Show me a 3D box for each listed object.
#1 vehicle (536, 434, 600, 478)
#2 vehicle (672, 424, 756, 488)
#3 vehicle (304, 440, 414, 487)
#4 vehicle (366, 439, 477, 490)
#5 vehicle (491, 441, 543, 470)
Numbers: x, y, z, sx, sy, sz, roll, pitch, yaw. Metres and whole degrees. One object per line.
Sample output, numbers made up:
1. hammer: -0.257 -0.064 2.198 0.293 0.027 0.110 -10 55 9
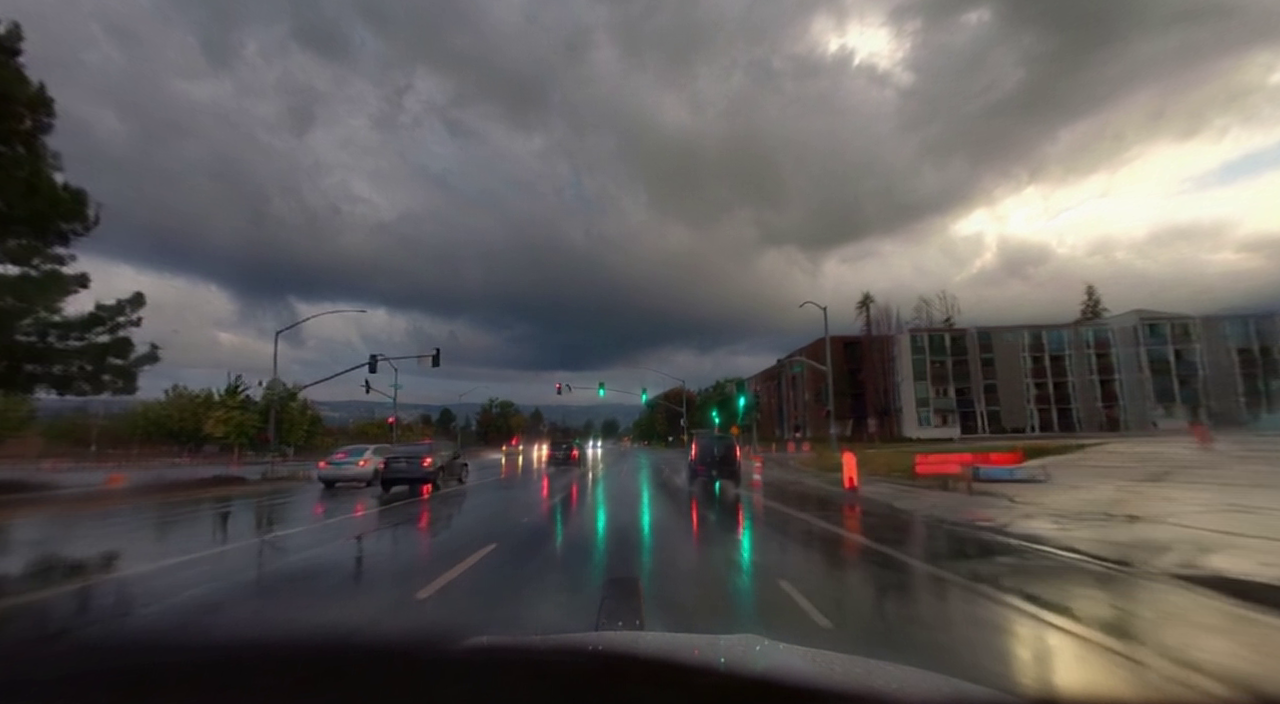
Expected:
1. vehicle: -2.867 4.268 26.128 2.121 1.654 3.993 0 -8 1
2. vehicle: 2.249 3.336 20.523 2.197 1.835 4.316 0 -8 0
3. vehicle: -9.872 3.934 22.647 1.874 1.492 4.475 0 -8 0
4. vehicle: -7.049 3.668 21.002 1.928 1.488 4.635 0 -8 1
5. vehicle: -6.597 5.565 34.185 1.993 1.492 3.666 0 -8 1
